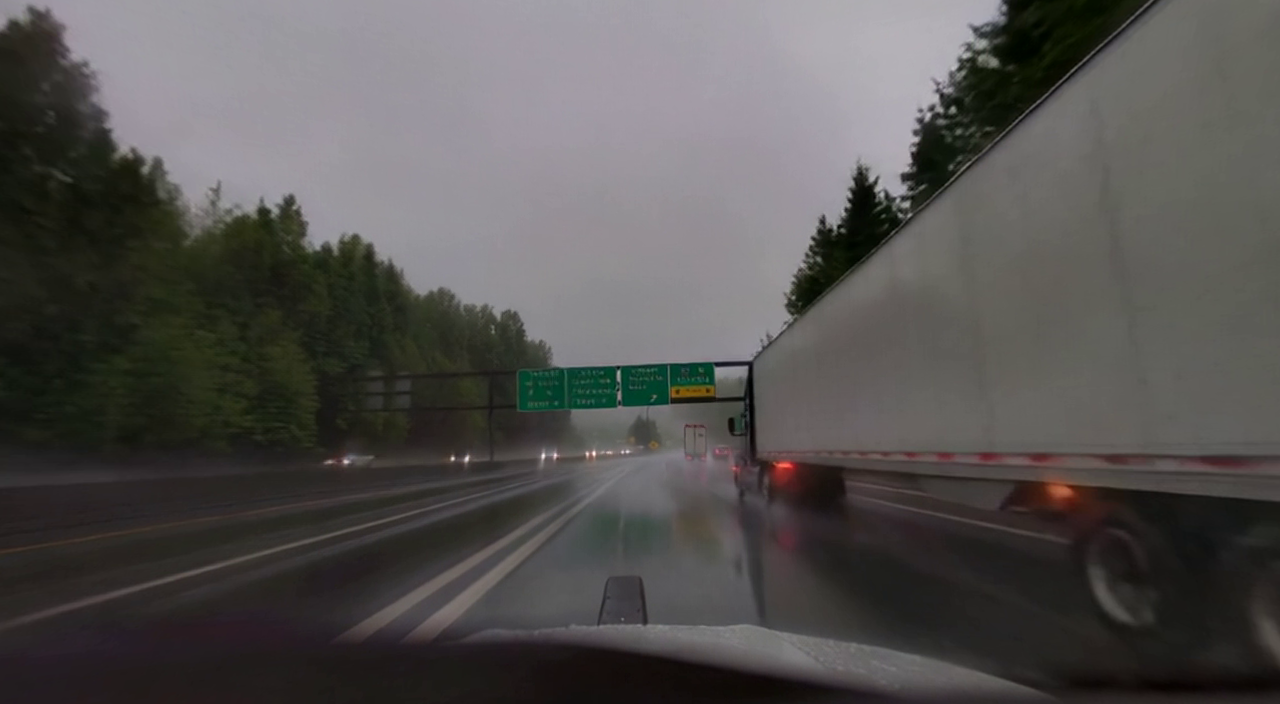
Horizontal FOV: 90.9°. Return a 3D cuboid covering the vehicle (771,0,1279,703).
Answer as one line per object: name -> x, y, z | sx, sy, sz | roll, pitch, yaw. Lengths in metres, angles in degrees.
vehicle -> 4.459, 0.464, 7.587 | 2.859, 3.984, 14.045 | 0, -9, 0
